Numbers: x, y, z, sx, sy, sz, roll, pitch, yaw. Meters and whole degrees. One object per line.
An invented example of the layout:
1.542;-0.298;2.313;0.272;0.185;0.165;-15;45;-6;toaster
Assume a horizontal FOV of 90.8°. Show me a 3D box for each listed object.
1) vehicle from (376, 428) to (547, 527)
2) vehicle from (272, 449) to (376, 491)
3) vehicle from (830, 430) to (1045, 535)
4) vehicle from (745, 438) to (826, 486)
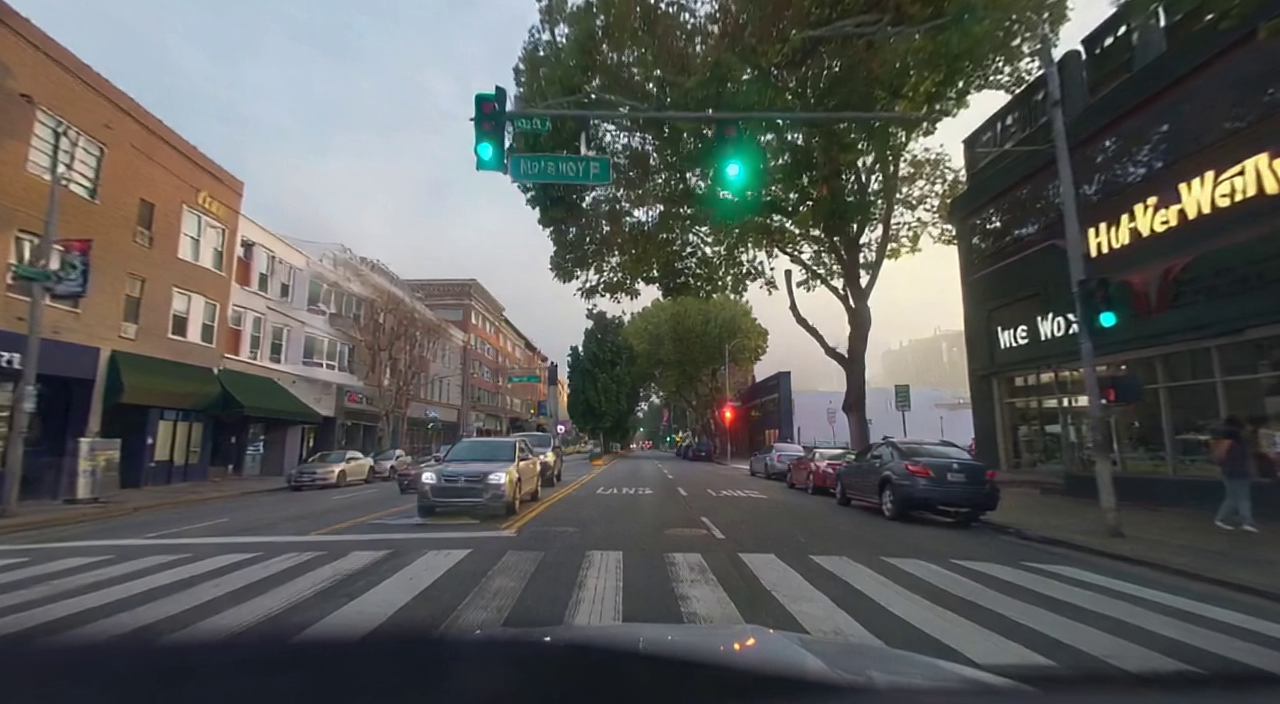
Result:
-3.133;2.303;12.166;2.013;1.527;4.335;0;-8;0;vehicle
-12.555;4.682;25.423;1.973;1.528;4.037;-1;-8;2;vehicle
5.893;2.616;13.379;2.116;1.780;4.682;0;-8;-2;vehicle
5.982;4.554;26.583;2.150;1.805;4.870;0;-8;-1;vehicle
